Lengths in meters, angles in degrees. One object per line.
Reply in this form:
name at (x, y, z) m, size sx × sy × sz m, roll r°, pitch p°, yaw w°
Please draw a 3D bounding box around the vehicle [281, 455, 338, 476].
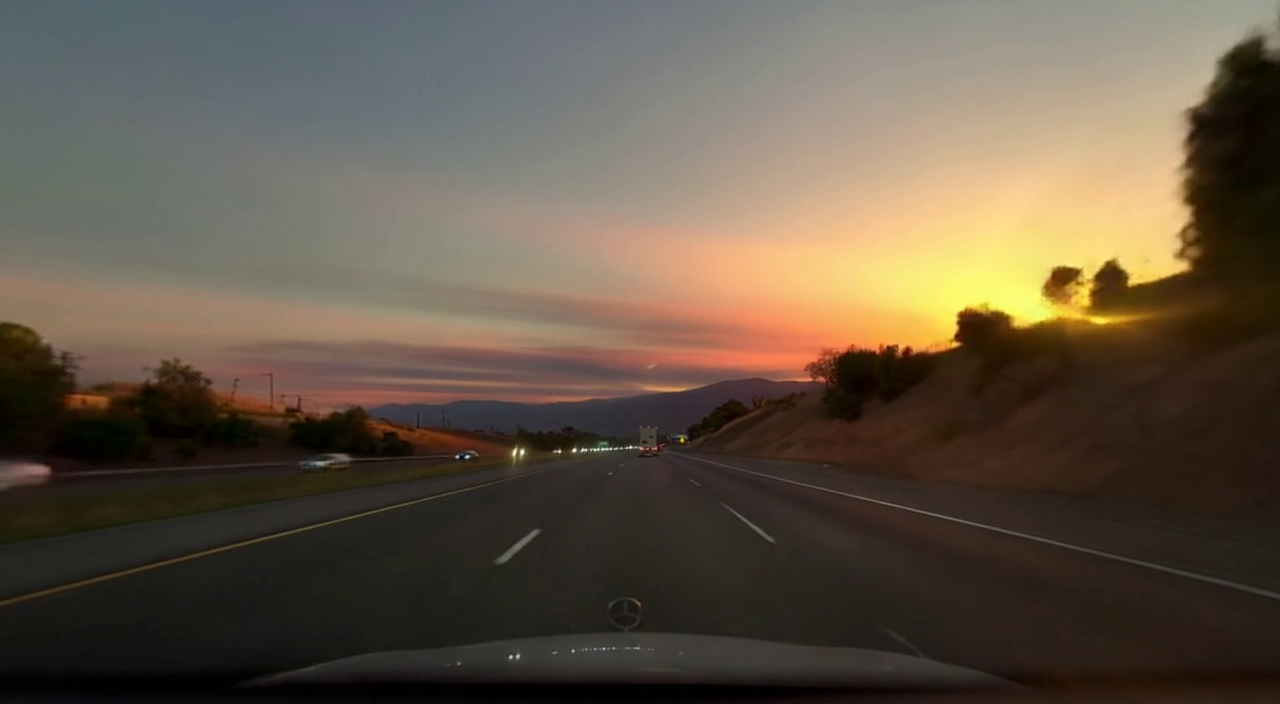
vehicle at (-25.488, 8.773, 48.750) m, size 1.888 × 1.506 × 4.467 m, roll 0°, pitch -9°, yaw 1°
